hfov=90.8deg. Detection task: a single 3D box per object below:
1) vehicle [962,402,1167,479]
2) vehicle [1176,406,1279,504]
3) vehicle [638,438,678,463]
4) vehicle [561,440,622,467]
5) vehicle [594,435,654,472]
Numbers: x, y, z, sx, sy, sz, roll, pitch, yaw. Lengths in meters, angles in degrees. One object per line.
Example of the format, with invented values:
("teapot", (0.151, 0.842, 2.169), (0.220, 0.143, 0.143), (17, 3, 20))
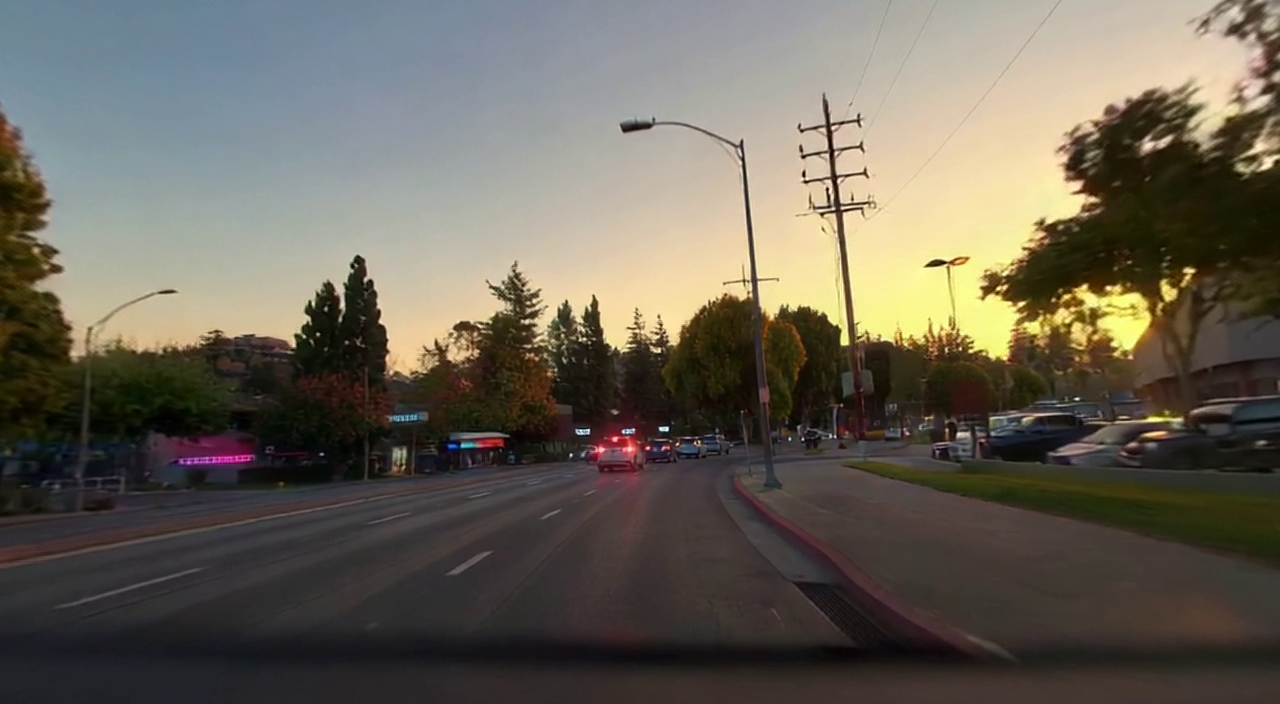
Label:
("vehicle", (12.399, 2.633, 18.745), (4.408, 1.682, 2.040), (-7, -9, 1))
("vehicle", (11.794, 1.630, 10.155), (4.423, 1.455, 2.034), (-1, -9, 1))
("vehicle", (1.284, 6.853, 43.980), (2.002, 1.664, 4.113), (-2, -9, 13))
("vehicle", (-3.265, 6.696, 41.694), (1.799, 1.682, 4.637), (6, -11, -37))
("vehicle", (-0.754, 5.359, 33.612), (2.168, 1.783, 4.695), (-3, -9, 11))
